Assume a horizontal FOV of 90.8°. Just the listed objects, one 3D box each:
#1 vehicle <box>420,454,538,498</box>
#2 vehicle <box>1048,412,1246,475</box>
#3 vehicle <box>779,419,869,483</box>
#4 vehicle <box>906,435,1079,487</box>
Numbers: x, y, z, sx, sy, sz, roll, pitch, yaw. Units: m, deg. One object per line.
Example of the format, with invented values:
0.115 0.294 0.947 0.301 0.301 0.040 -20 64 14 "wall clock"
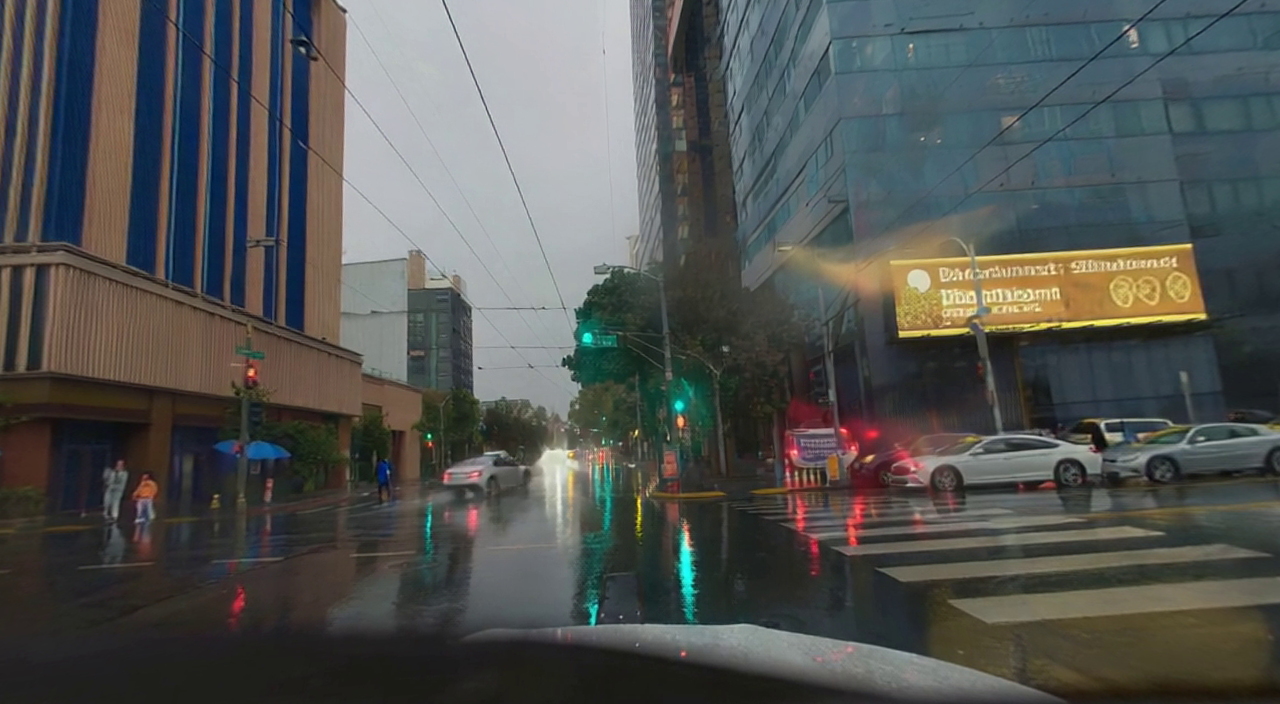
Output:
-6.239 4.831 25.032 1.797 1.490 4.549 -5 -10 31 "vehicle"
16.765 3.043 21.071 4.944 1.946 1.952 0 -8 -3 "vehicle"
7.604 4.098 26.634 2.316 2.425 4.466 1 -7 -2 "vehicle"
11.399 3.524 20.572 4.697 1.510 1.596 0 -9 -4 "vehicle"
